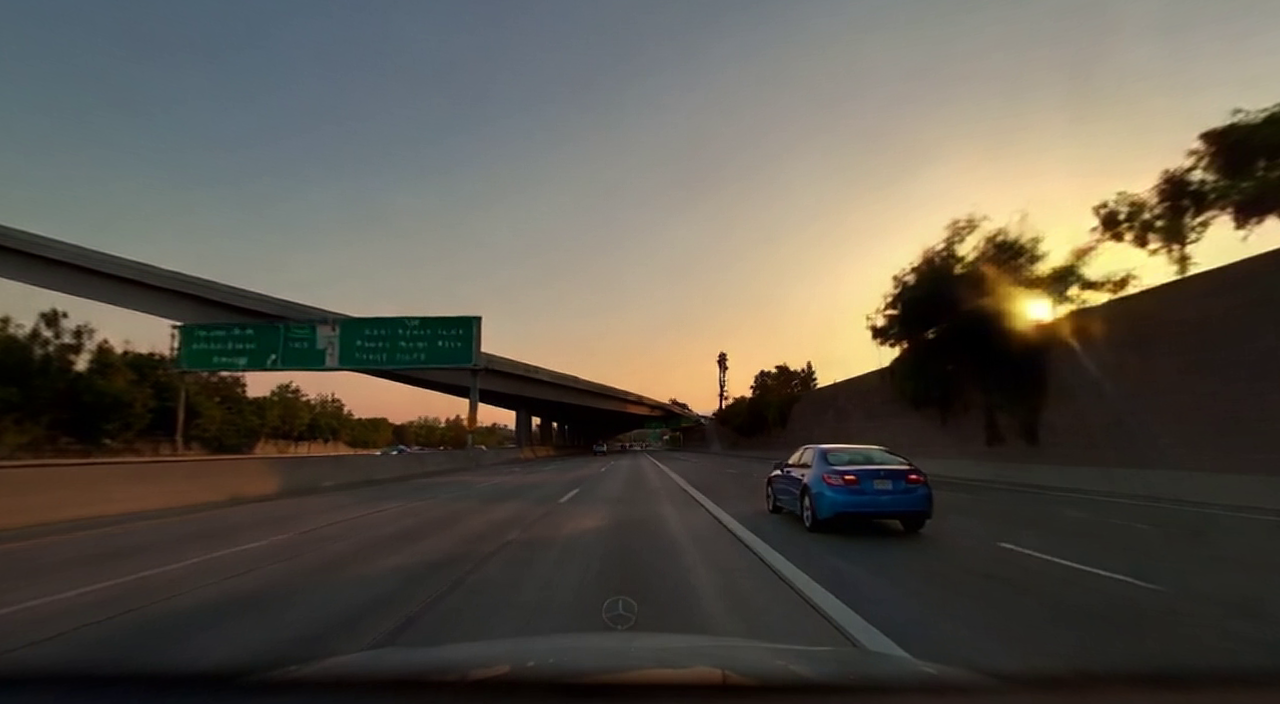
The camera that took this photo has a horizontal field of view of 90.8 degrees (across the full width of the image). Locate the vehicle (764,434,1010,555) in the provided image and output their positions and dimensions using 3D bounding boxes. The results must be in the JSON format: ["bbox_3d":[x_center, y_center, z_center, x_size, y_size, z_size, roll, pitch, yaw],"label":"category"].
[{"bbox_3d":[3.539,2.120,10.237,1.989,1.479,4.670,0,-9,-1],"label":"vehicle"}]
